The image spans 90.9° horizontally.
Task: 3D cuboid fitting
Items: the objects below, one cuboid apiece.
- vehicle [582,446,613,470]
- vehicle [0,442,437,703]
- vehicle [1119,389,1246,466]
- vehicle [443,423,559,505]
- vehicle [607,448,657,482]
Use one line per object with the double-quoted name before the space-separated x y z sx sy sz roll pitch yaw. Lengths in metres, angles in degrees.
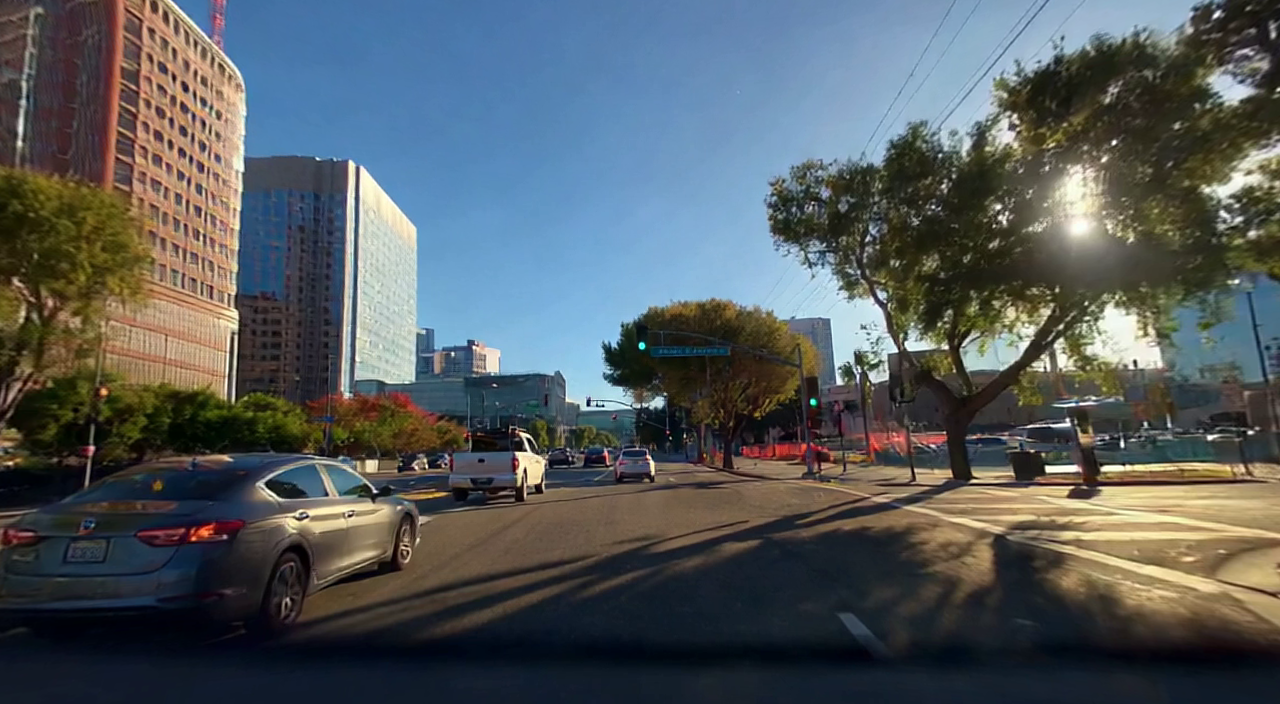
"vehicle" -3.151 7.980 47.570 2.047 1.664 4.148 0 -9 1
"vehicle" -3.450 1.492 5.336 1.959 1.406 4.527 0 -9 0
"vehicle" 32.852 4.689 38.719 3.103 4.140 8.643 -4 -9 23
"vehicle" -3.822 3.188 18.368 2.240 2.054 4.662 0 -9 1
"vehicle" -0.363 5.180 29.172 2.171 1.422 4.146 0 -9 -1
